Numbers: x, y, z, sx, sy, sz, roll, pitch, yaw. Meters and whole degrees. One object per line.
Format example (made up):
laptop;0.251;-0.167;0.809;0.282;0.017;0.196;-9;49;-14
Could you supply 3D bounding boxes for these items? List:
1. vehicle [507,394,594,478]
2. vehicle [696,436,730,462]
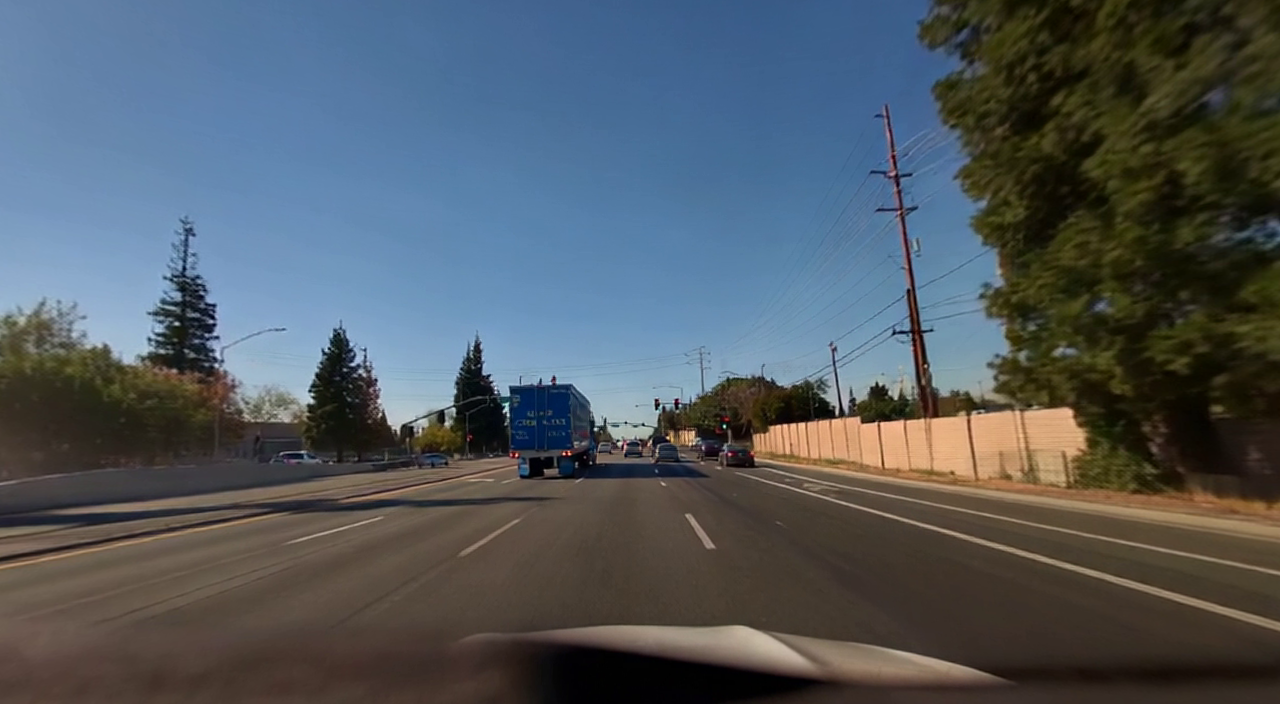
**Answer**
vehicle;-3.912;3.995;29.626;2.889;3.347;8.285;0;-8;0
vehicle;5.024;6.726;43.938;2.102;1.662;4.533;-1;-8;4
